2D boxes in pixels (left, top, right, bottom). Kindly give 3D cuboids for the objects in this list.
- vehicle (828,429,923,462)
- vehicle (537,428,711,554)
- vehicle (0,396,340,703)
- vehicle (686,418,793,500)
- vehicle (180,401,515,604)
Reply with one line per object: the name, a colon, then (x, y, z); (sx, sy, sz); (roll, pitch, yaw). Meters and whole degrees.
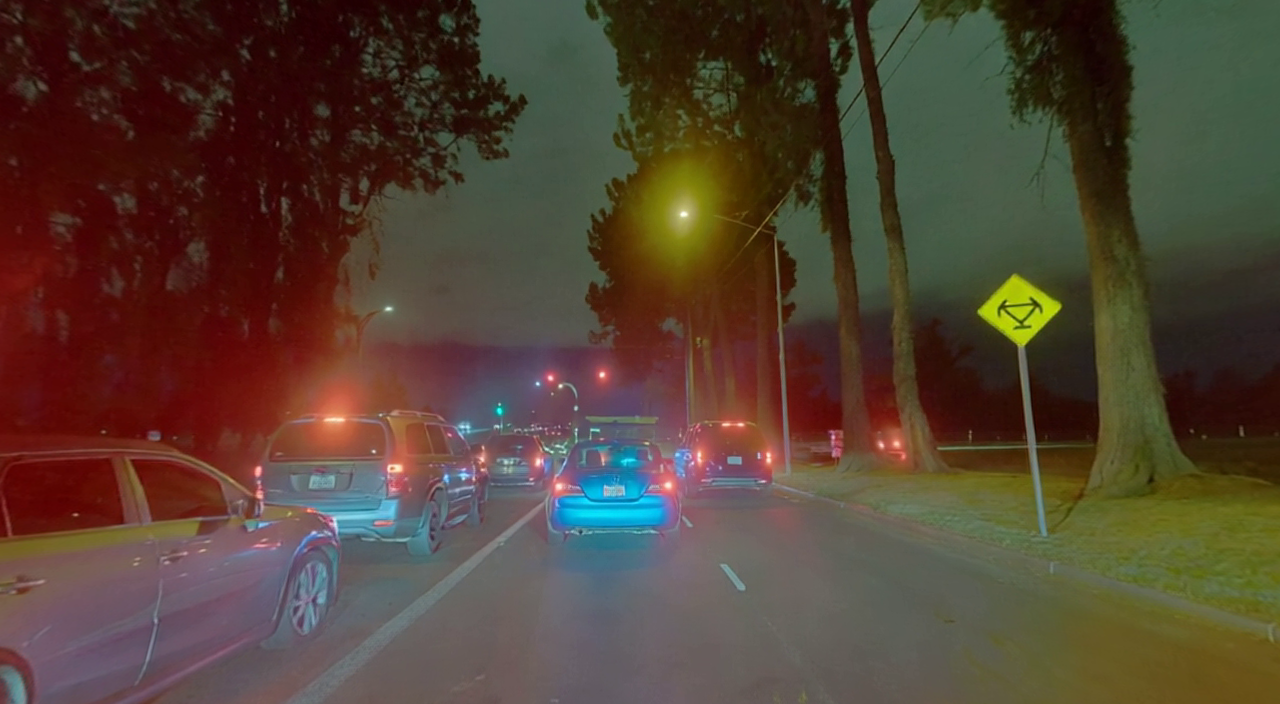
vehicle: (11.398, 4.561, 30.688); (3.883, 1.534, 1.779); (0, -8, 2)
vehicle: (-0.242, 1.918, 9.346); (2.025, 1.453, 3.848); (0, -8, -2)
vehicle: (-2.938, 0.841, 1.621); (1.974, 1.484, 4.716); (0, -8, 0)
vehicle: (2.468, 2.810, 16.873); (2.059, 1.864, 4.541); (0, -8, -1)
vehicle: (-2.886, 1.577, 7.448); (1.964, 1.712, 4.097); (0, -8, 0)
